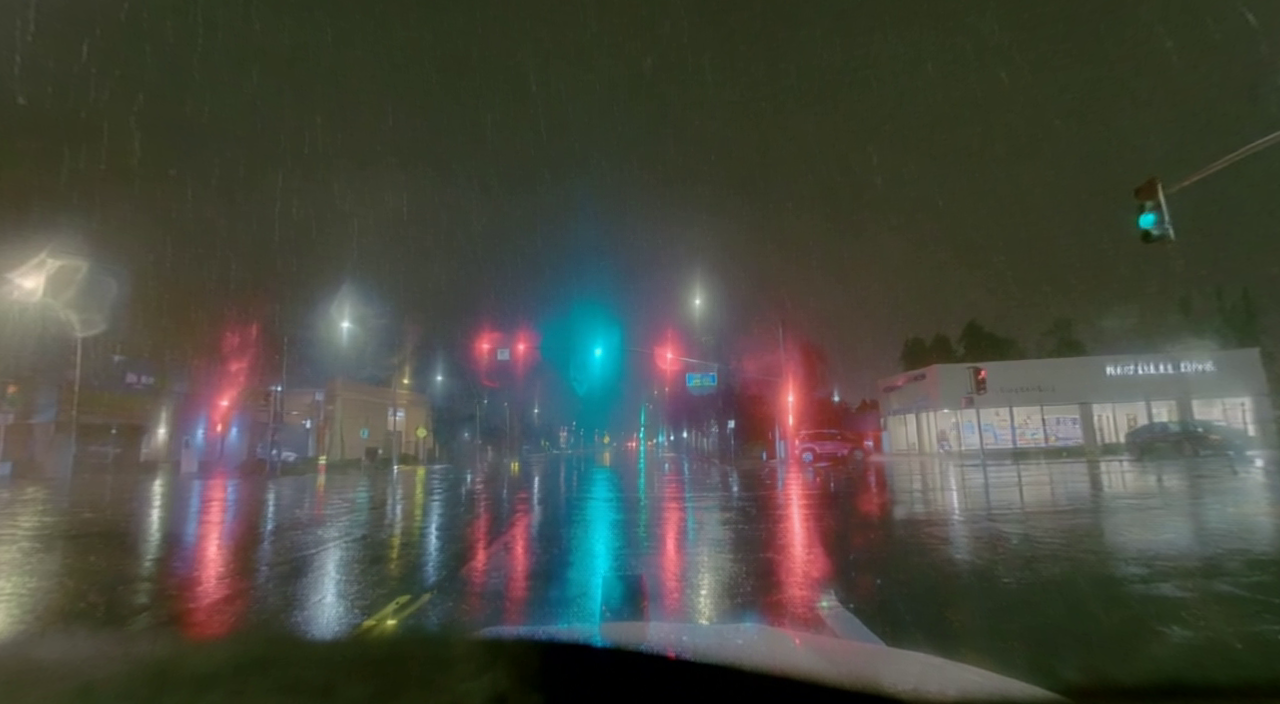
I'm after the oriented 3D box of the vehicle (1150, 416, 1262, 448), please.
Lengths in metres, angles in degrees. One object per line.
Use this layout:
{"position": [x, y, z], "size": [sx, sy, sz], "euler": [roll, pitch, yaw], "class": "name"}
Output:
{"position": [28.291, 4.072, 31.706], "size": [1.799, 1.459, 4.266], "euler": [-1, -8, 3], "class": "vehicle"}
